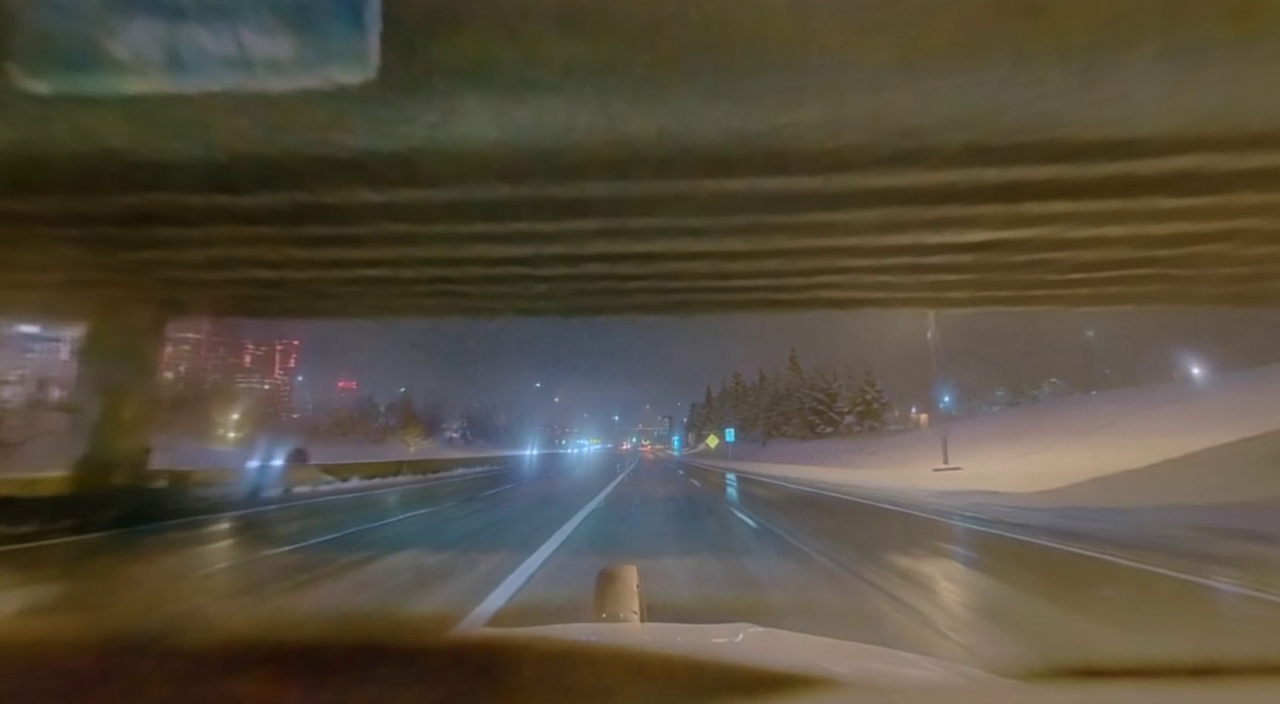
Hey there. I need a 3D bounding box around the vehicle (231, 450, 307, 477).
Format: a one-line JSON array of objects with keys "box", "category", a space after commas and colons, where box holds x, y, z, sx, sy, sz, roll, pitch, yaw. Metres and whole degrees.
[{"box": [-22.320, 6.701, 38.081, 1.878, 1.506, 4.380, -1, -9, 1], "category": "vehicle"}]
